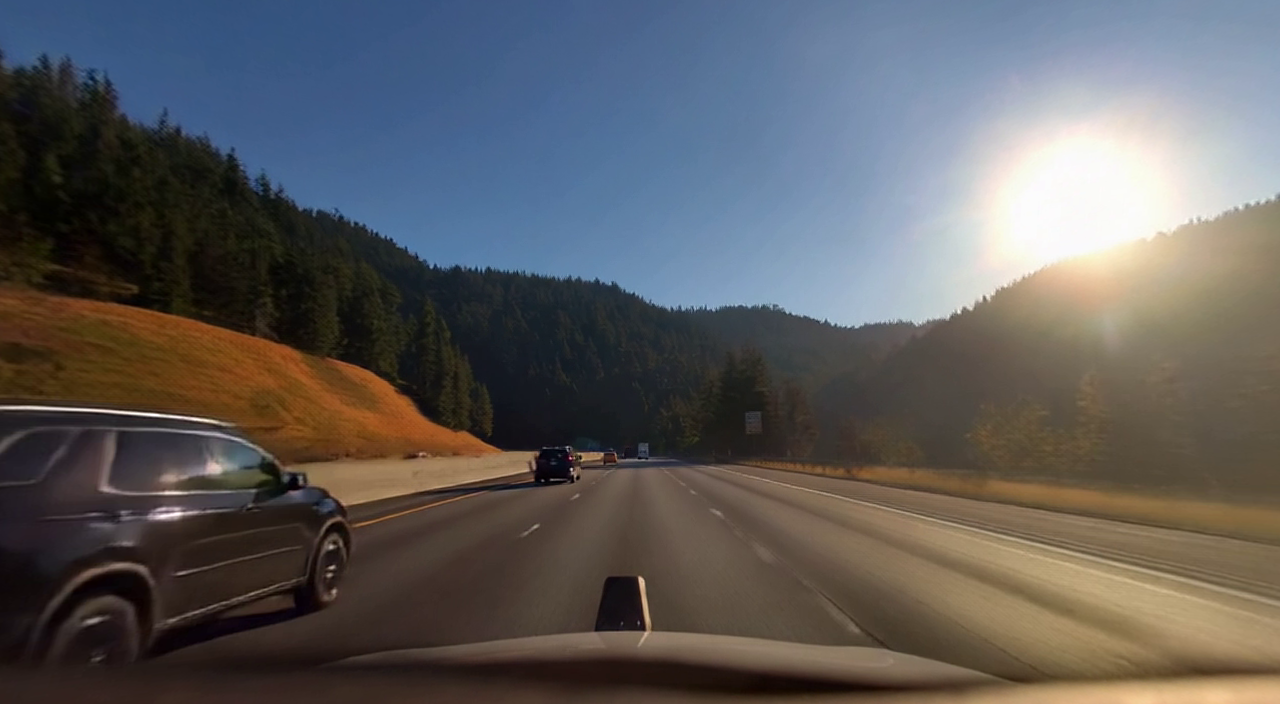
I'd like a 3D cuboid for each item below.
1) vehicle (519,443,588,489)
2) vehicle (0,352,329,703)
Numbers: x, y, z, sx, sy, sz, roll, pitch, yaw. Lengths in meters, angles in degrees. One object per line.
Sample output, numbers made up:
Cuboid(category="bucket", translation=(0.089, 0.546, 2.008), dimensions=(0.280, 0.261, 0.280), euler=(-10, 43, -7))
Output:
Cuboid(category="vehicle", translation=(-3.127, 4.215, 23.618), dimensions=(1.944, 1.548, 4.051), euler=(0, -9, 1))
Cuboid(category="vehicle", translation=(-3.624, 0.904, 2.749), dimensions=(2.147, 1.708, 4.630), euler=(0, -9, 0))
